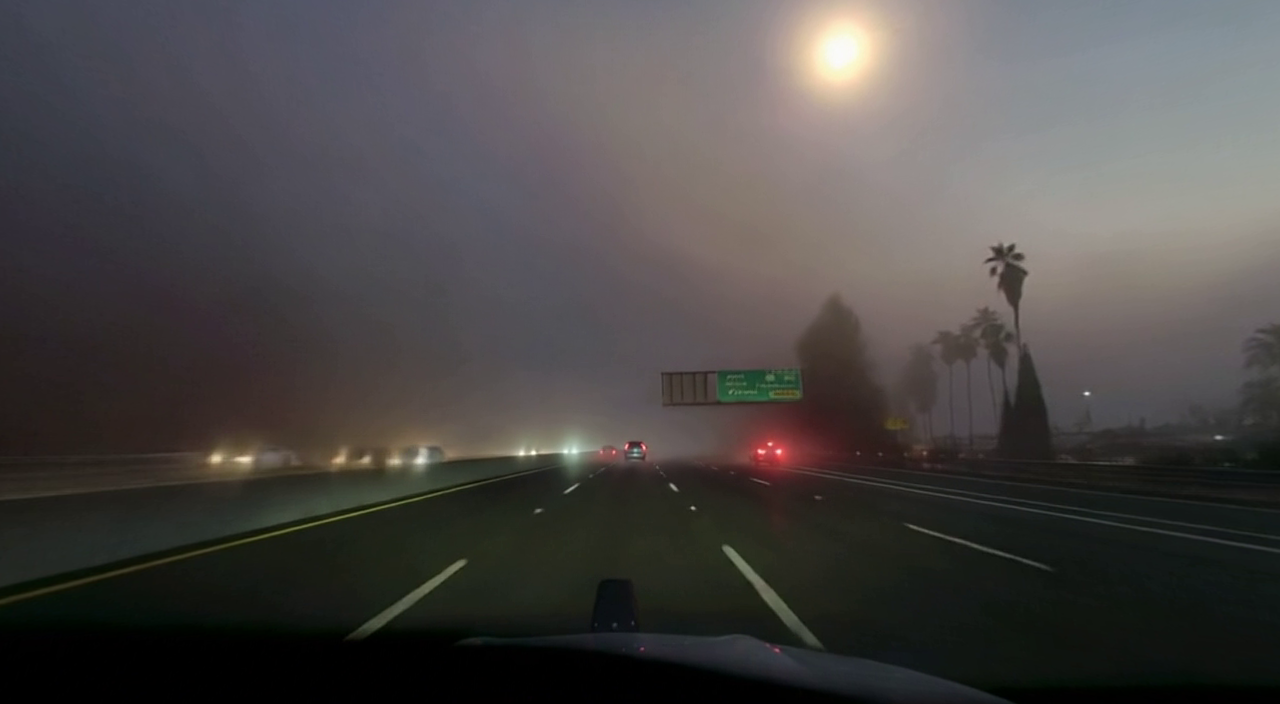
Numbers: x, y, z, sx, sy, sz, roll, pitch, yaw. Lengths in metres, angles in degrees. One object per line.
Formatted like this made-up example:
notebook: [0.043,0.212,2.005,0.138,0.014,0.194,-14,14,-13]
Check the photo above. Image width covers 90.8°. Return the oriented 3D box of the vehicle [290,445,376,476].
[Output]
vehicle: [-15.733,5.547,32.671,2.018,1.481,4.665,0,-8,1]

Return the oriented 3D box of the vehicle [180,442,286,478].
vehicle: [-19.530,5.159,30.584,2.094,1.592,4.528,0,-8,0]

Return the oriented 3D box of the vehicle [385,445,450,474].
vehicle: [-12.259,5.919,35.118,1.996,1.475,4.304,0,-8,1]
